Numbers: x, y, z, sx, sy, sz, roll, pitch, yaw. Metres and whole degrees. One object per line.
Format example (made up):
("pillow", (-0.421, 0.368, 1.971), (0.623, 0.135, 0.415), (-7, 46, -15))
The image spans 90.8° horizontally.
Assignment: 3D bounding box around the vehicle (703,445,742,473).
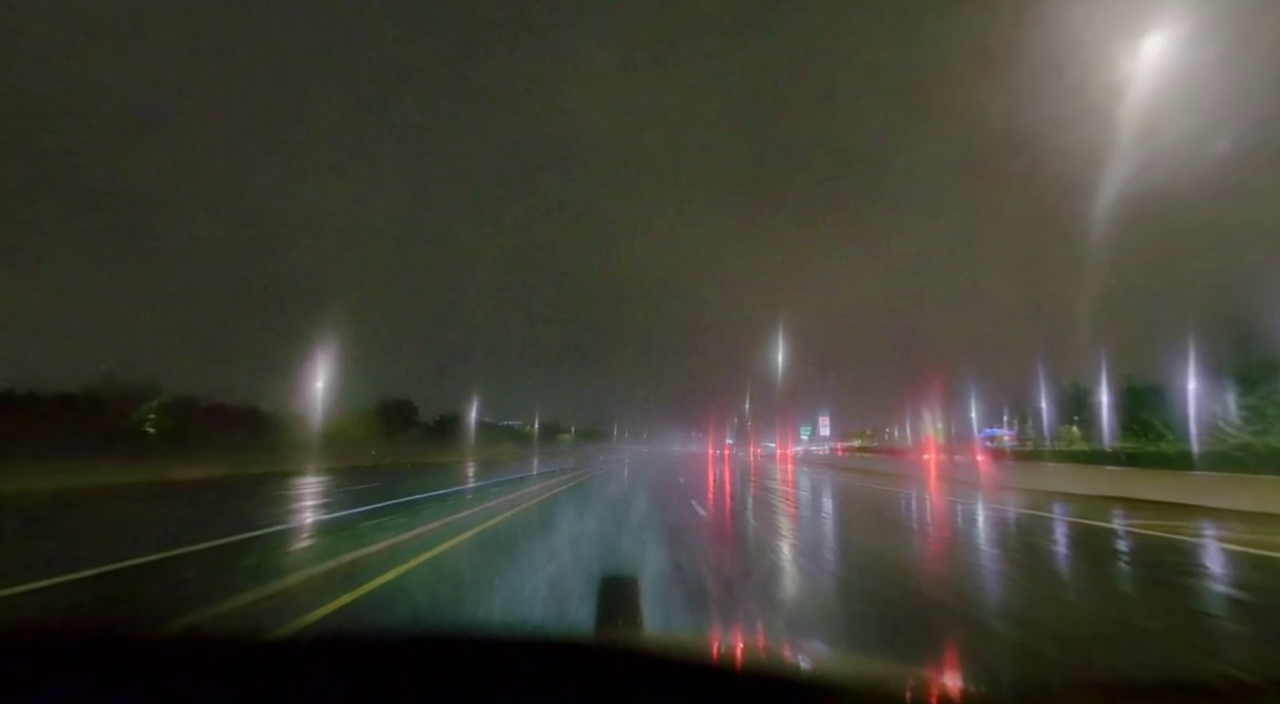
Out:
("vehicle", (4.720, 6.170, 36.779), (1.874, 1.506, 4.116), (0, -8, 2))
